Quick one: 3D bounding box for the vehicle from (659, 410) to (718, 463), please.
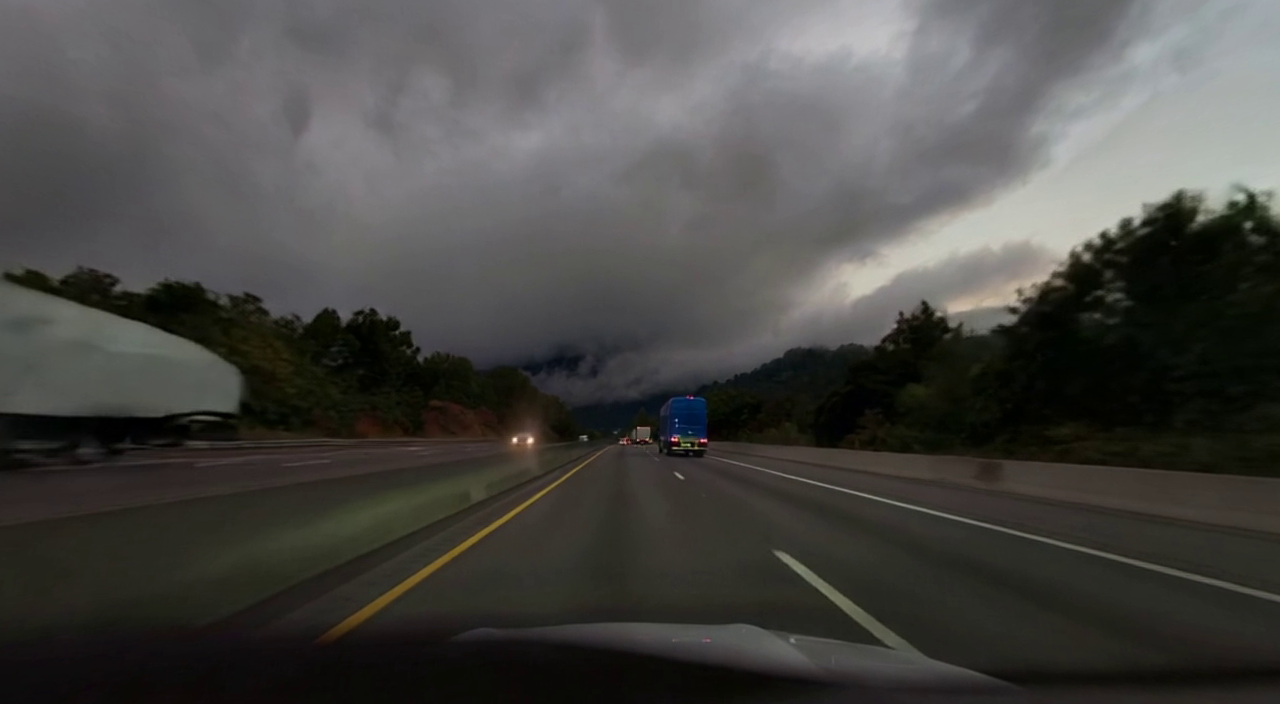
[{"bbox_3d":[2.493,4.602,34.318,2.570,2.596,6.082,0,-8,-2],"label":"vehicle"}]

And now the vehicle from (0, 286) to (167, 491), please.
[{"bbox_3d":[-13.205,0.537,10.610,2.816,3.740,9.966,0,-8,-1],"label":"vehicle"}]
